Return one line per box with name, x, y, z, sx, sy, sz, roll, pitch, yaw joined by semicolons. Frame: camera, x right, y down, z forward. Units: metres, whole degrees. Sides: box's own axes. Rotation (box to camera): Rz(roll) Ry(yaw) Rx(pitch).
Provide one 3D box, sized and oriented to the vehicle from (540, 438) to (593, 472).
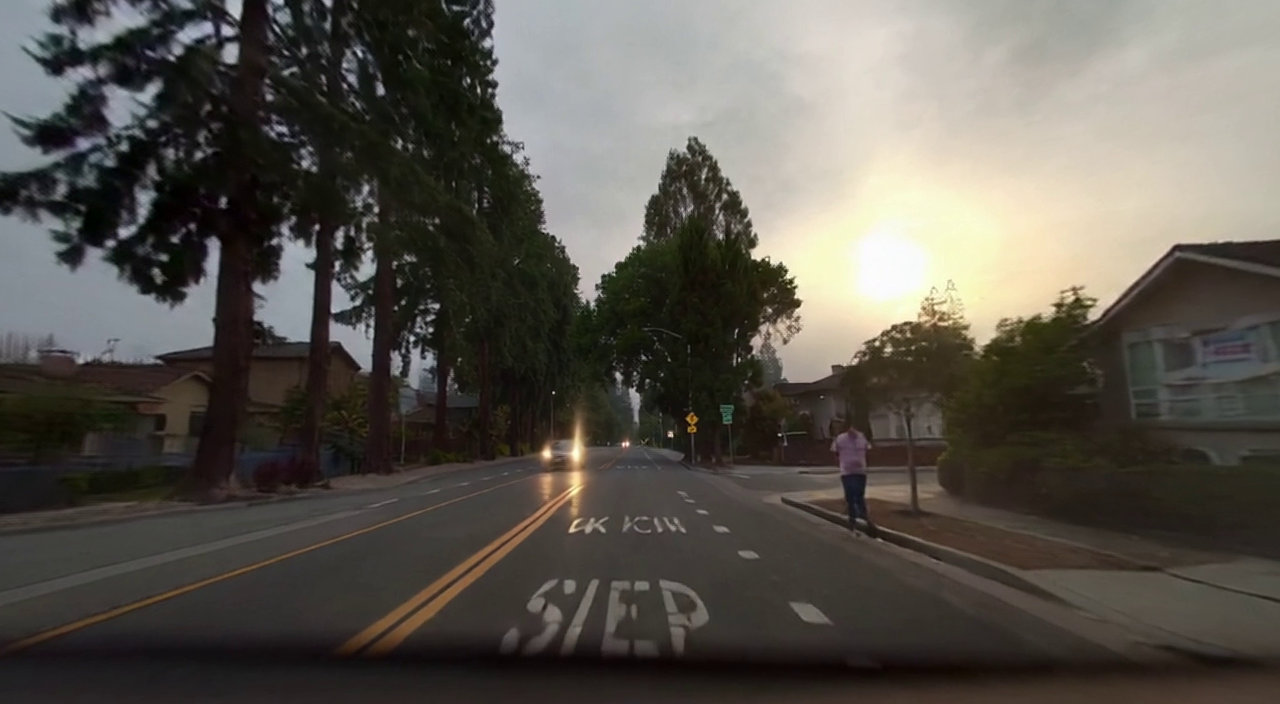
vehicle;-4.013;5.745;35.415;2.267;1.768;4.911;0;-9;1
